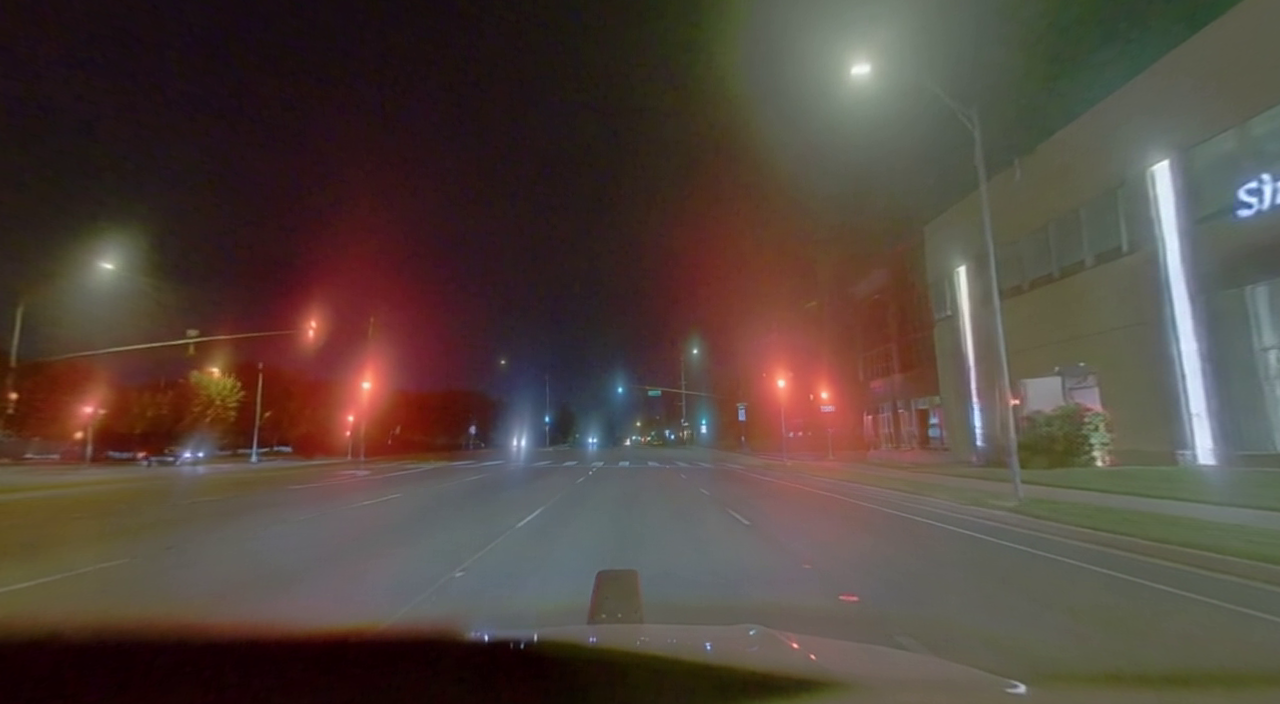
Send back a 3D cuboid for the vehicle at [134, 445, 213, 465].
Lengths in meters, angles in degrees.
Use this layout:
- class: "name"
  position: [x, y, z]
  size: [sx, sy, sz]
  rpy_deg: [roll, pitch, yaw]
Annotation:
- class: "vehicle"
  position: [-35.592, 7.847, 48.279]
  size: [4.500, 1.465, 1.936]
  rpy_deg: [0, -8, 1]
